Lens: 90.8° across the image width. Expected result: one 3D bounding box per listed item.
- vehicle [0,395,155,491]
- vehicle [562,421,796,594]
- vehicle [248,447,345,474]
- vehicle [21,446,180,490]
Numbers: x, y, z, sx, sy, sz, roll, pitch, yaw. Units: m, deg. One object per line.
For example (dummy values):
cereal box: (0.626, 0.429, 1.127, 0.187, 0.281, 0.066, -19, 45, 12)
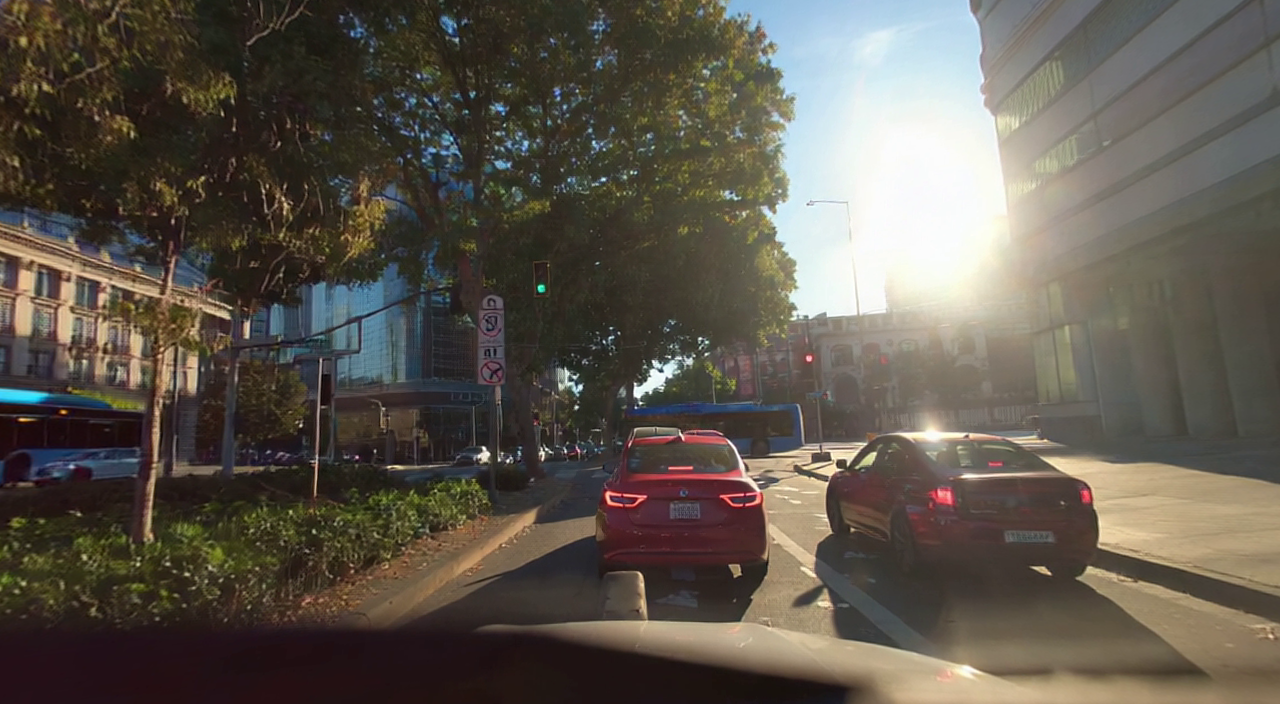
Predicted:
vehicle: (-25.949, 3.643, 25.324, 2.692, 3.685, 10.153, -3, -9, 20)
vehicle: (0.372, 1.622, 7.394, 2.006, 1.470, 3.799, 0, -8, 1)
vehicle: (-20.291, 6.379, 37.590, 1.883, 1.461, 4.830, -4, -9, 23)
vehicle: (-22.122, 4.723, 26.183, 1.892, 1.645, 4.561, -3, -9, 20)
